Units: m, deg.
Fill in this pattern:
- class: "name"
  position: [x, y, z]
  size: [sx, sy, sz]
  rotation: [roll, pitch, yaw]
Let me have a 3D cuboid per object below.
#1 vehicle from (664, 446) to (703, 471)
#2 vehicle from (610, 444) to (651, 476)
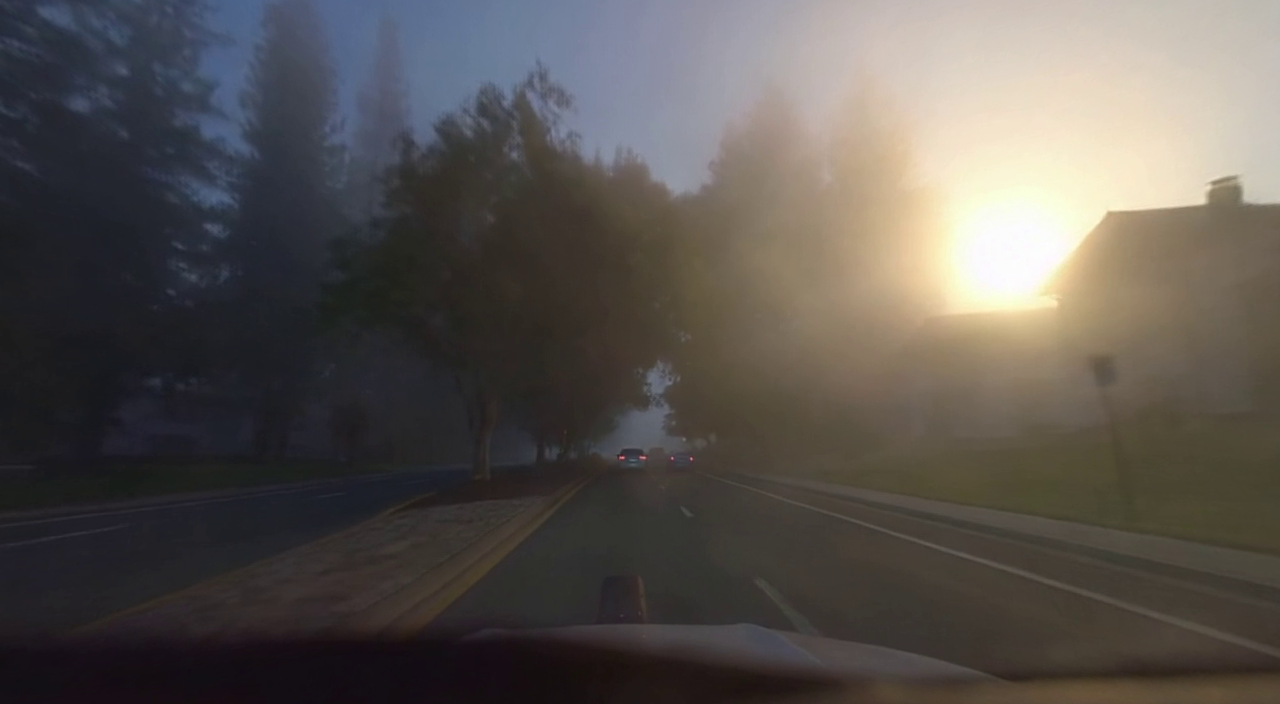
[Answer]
- class: "vehicle"
  position: [2.705, 6.758, 40.262]
  size: [2.057, 1.496, 4.401]
  rotation: [0, -8, -2]
- class: "vehicle"
  position: [-0.457, 5.607, 33.037]
  size: [2.018, 1.511, 3.993]
  rotation: [0, -8, 0]
